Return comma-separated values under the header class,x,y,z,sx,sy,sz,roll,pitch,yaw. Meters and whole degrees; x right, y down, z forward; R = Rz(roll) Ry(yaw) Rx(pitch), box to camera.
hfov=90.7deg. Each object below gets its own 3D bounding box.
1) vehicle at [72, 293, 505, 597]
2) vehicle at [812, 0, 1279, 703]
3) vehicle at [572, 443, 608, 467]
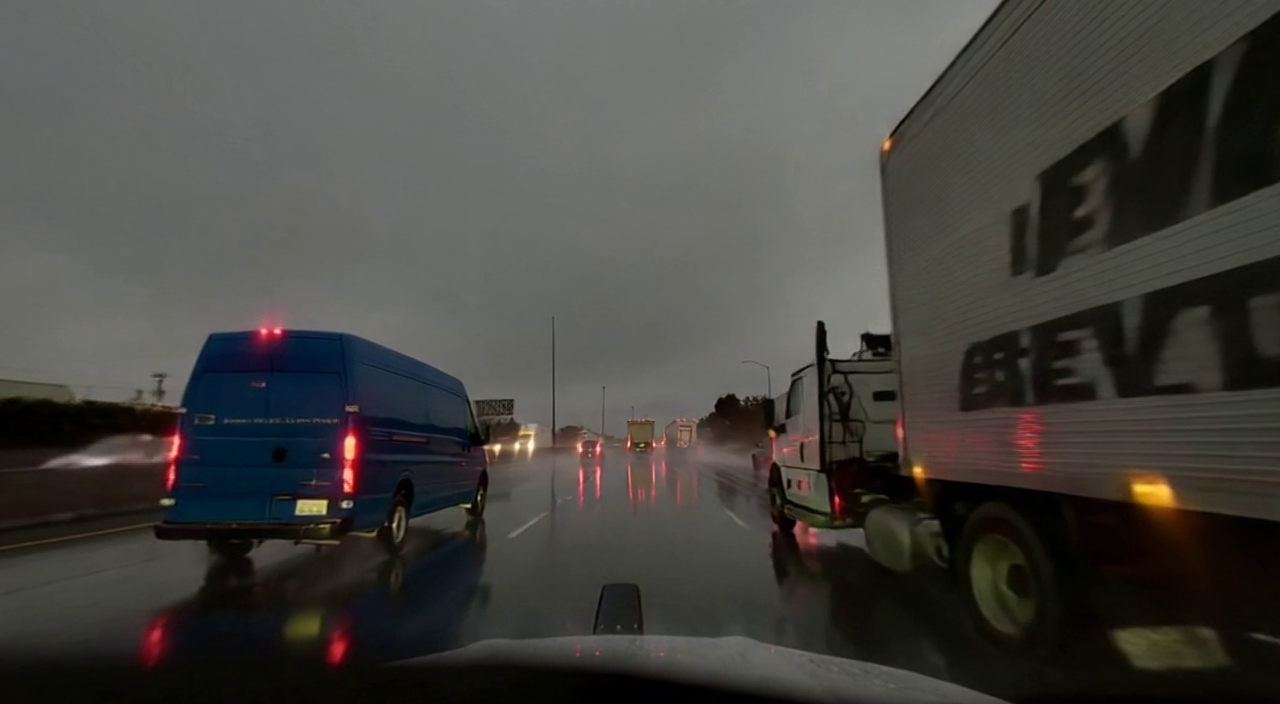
class,x,y,z,sx,sy,sz,roll,pitch,yaw
vehicle,-3.996,1.331,9.358,2.557,2.855,6.674,0,-9,-1
vehicle,3.966,-0.395,1.874,2.951,3.974,13.340,0,-9,-1
vehicle,-3.362,6.981,43.052,2.024,1.472,4.014,-1,-9,1
